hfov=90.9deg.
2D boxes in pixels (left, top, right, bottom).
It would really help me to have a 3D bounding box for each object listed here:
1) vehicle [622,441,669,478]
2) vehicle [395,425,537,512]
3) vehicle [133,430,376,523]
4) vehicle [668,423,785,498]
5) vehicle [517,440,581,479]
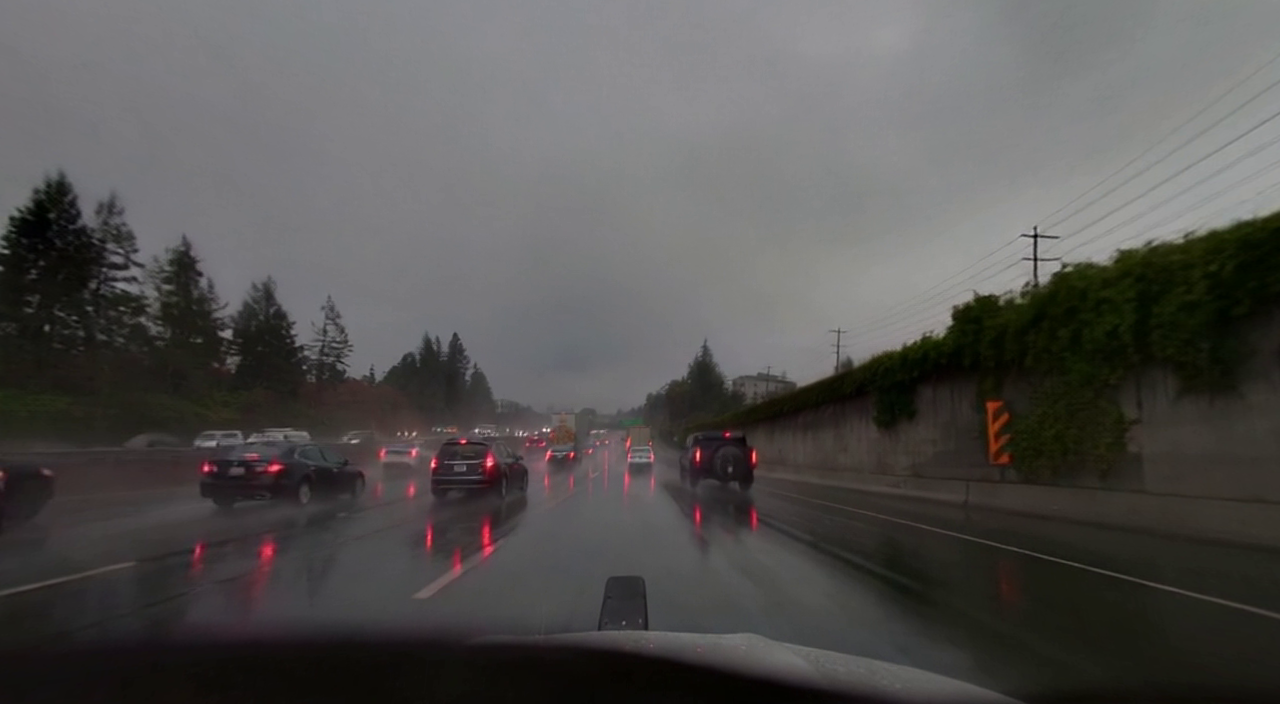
[{"bbox_3d":[0.235,5.113,30.274,2.092,1.671,3.889,0,-8,0],"label":"vehicle"},{"bbox_3d":[-3.843,2.663,14.884,2.026,1.719,4.490,0,-8,1],"label":"vehicle"},{"bbox_3d":[-7.425,2.429,12.901,1.985,1.529,4.710,0,-8,0],"label":"vehicle"},{"bbox_3d":[2.606,3.523,20.977,2.793,2.132,5.682,0,-8,-3],"label":"vehicle"},{"bbox_3d":[-3.842,4.653,27.561,2.049,1.530,4.707,0,-8,1],"label":"vehicle"}]
